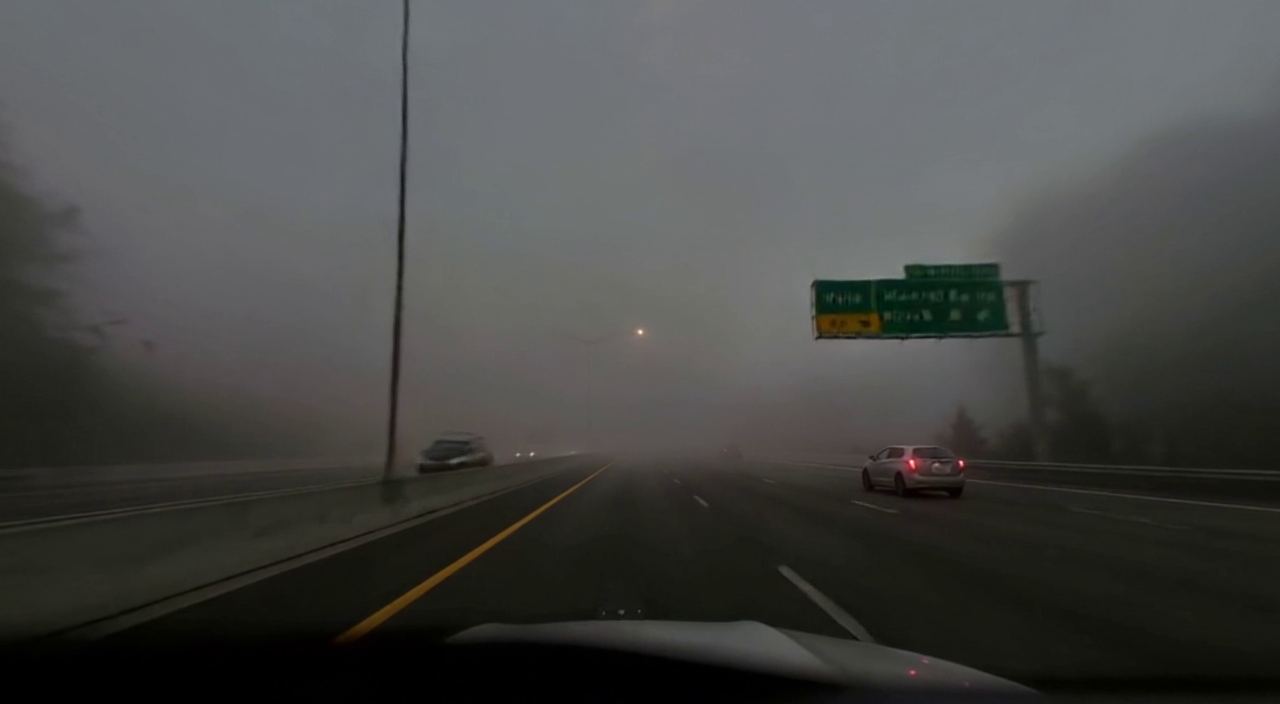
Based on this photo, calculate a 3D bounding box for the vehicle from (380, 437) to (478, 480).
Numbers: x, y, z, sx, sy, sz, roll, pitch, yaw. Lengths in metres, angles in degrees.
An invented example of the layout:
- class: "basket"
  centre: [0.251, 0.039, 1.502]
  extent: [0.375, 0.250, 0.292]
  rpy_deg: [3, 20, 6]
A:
- class: "vehicle"
  centre: [-10.067, 5.138, 30.876]
  extent: [2.604, 1.870, 6.191]
  rpy_deg: [0, -9, 0]

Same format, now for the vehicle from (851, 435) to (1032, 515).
- class: "vehicle"
  centre: [6.760, 2.789, 14.904]
  extent: [1.901, 1.548, 4.684]
  rpy_deg: [0, -9, -1]
